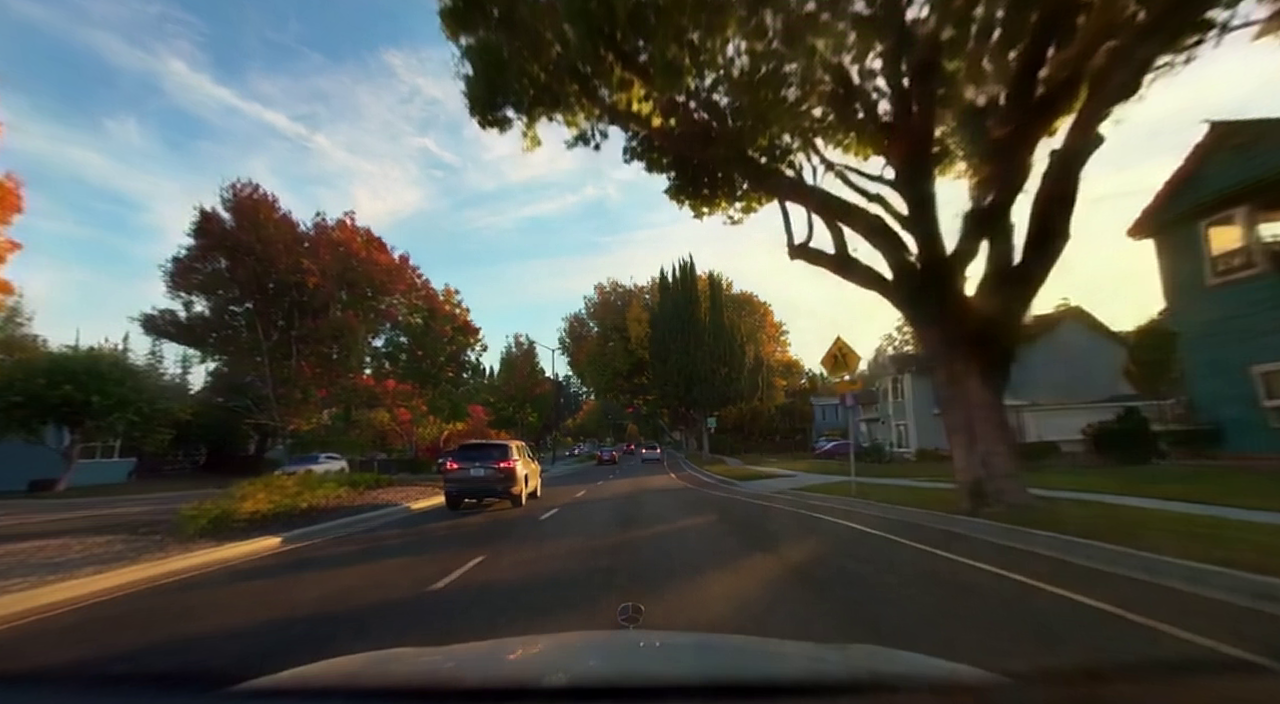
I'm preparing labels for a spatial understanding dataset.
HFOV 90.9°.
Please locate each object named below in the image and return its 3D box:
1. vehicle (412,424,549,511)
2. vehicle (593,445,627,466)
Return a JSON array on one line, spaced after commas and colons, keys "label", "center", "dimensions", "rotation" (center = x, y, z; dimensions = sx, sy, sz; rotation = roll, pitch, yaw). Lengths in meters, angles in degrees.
[{"label": "vehicle", "center": [-3.612, 2.695, 15.238], "dimensions": [2.073, 1.770, 4.302], "rotation": [0, -8, 2]}, {"label": "vehicle", "center": [-2.203, 7.746, 47.353], "dimensions": [2.119, 1.494, 4.624], "rotation": [0, -8, 2]}]
